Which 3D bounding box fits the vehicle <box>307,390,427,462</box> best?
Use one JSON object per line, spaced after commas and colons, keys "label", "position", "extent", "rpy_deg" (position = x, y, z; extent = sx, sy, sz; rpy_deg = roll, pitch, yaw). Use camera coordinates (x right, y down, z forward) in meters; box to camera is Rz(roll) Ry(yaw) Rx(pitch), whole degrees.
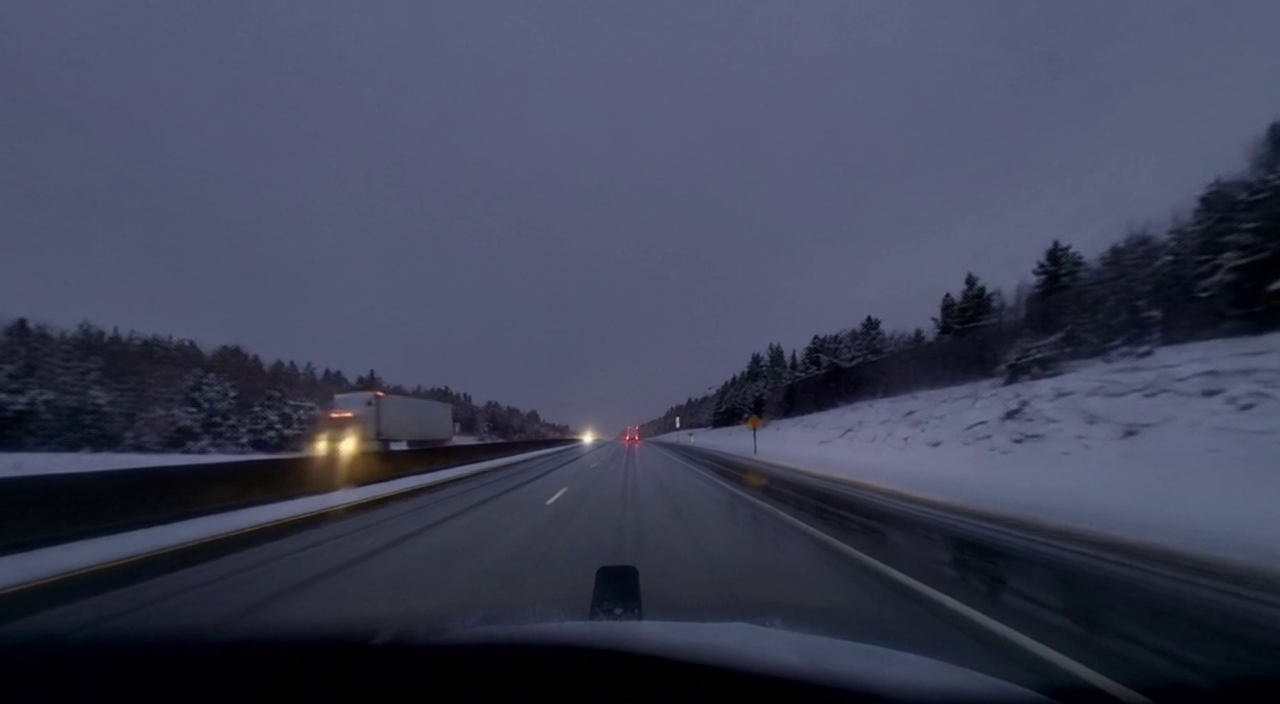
{"label": "vehicle", "position": [-17.465, 4.975, 41.481], "extent": [3.032, 4.098, 11.458], "rpy_deg": [0, -8, -1]}
